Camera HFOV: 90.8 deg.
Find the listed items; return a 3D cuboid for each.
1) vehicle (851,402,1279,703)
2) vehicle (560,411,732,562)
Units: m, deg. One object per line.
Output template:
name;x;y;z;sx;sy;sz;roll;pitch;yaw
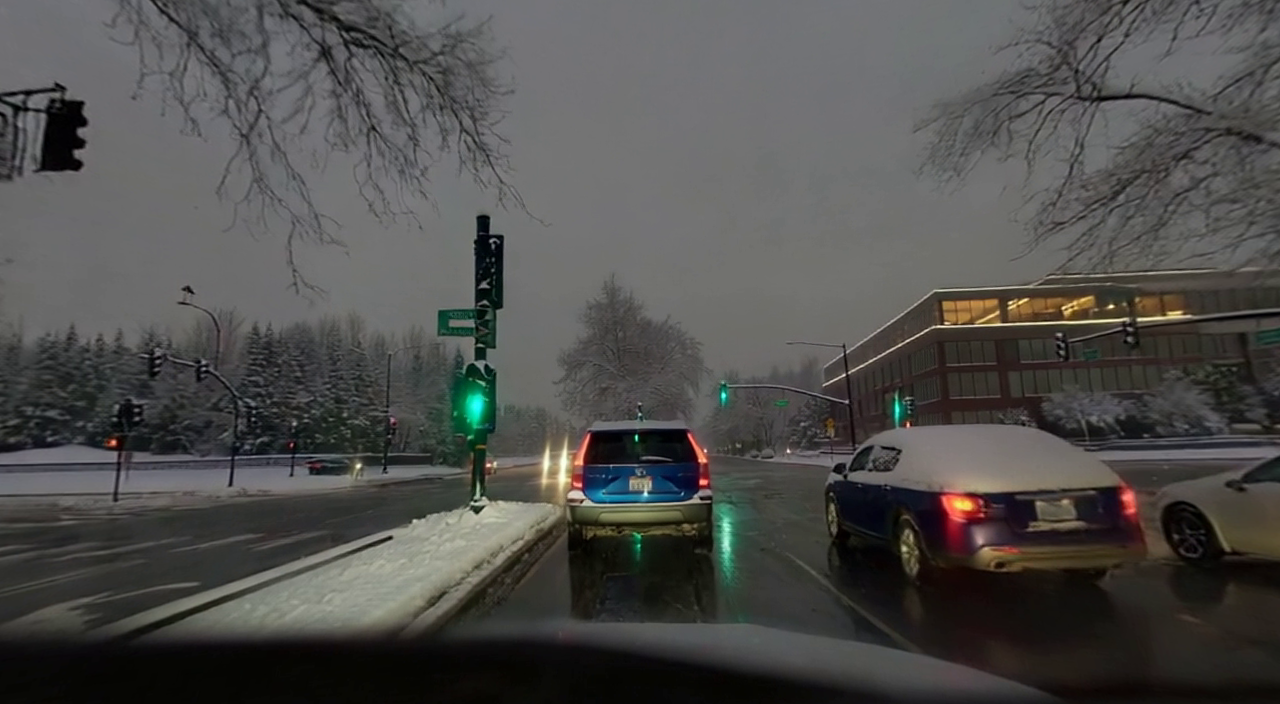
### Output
vehicle;3.607;1.380;5.564;1.899;1.572;4.425;0;-8;-1
vehicle;0.012;1.933;9.774;2.085;1.807;4.038;0;-8;-2
